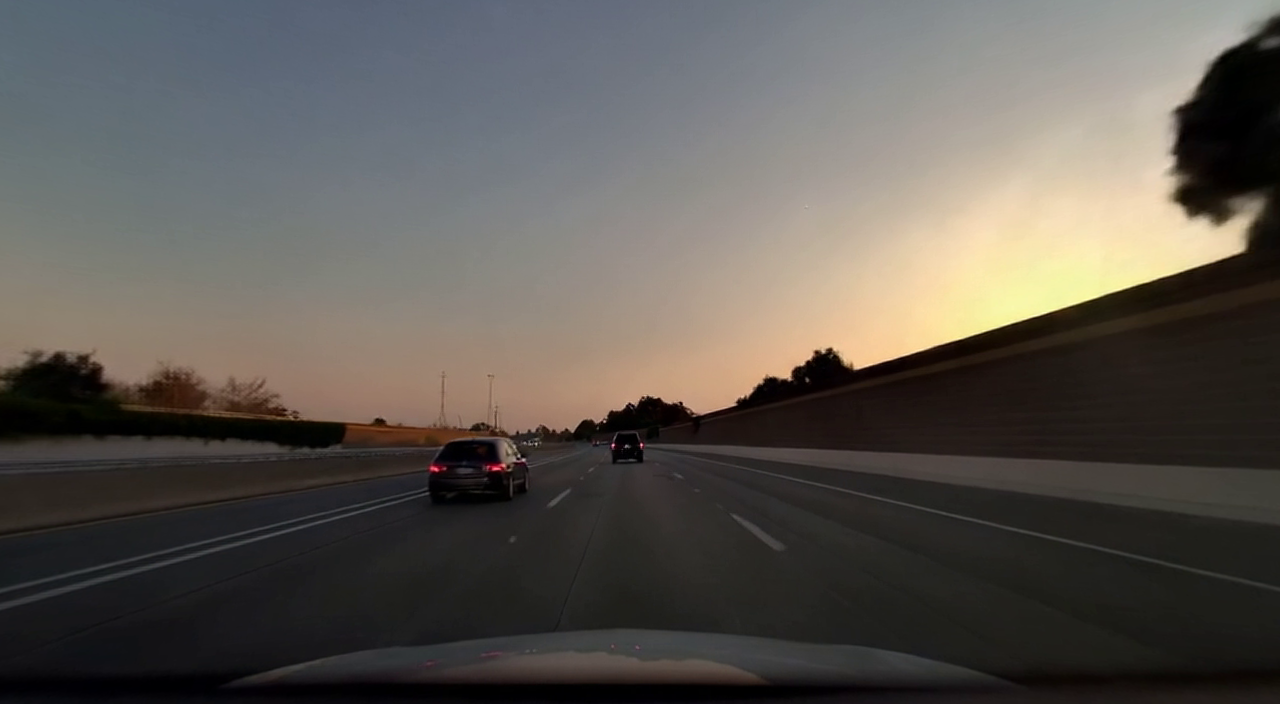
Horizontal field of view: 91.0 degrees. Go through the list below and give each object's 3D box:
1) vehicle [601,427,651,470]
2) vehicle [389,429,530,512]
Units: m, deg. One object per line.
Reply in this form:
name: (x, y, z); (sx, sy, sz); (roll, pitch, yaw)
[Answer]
vehicle: (-0.739, 4.917, 32.133); (2.382, 1.973, 4.439); (0, -8, -2)
vehicle: (-3.930, 2.654, 14.586); (2.039, 1.602, 4.317); (0, -8, -1)
